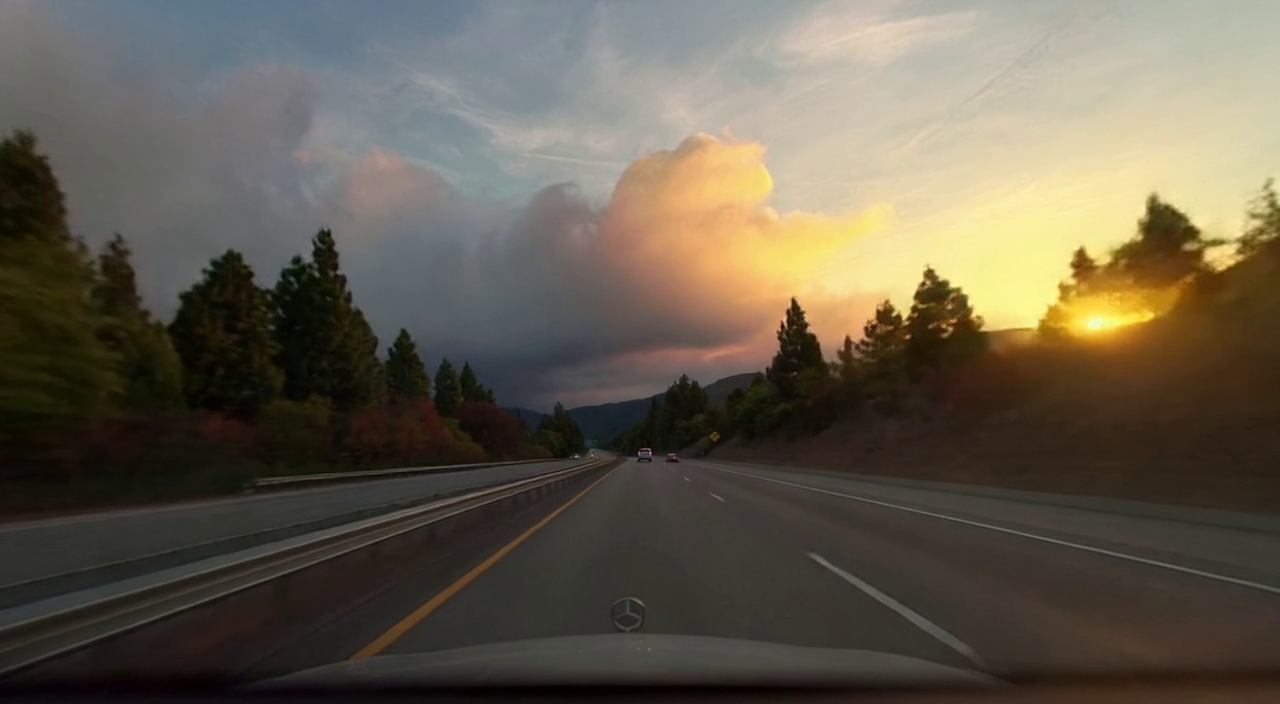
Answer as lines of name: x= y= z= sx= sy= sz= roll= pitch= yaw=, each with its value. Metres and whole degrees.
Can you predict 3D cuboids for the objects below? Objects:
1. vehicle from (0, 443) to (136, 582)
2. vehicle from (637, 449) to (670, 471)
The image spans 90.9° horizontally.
vehicle: x=-8.238 y=1.790 z=6.900 sx=1.924 sy=1.563 sz=4.206 roll=0 pitch=-9 yaw=0
vehicle: x=0.898 y=7.643 z=44.700 sx=2.162 sy=1.492 sz=3.975 roll=0 pitch=-9 yaw=0
